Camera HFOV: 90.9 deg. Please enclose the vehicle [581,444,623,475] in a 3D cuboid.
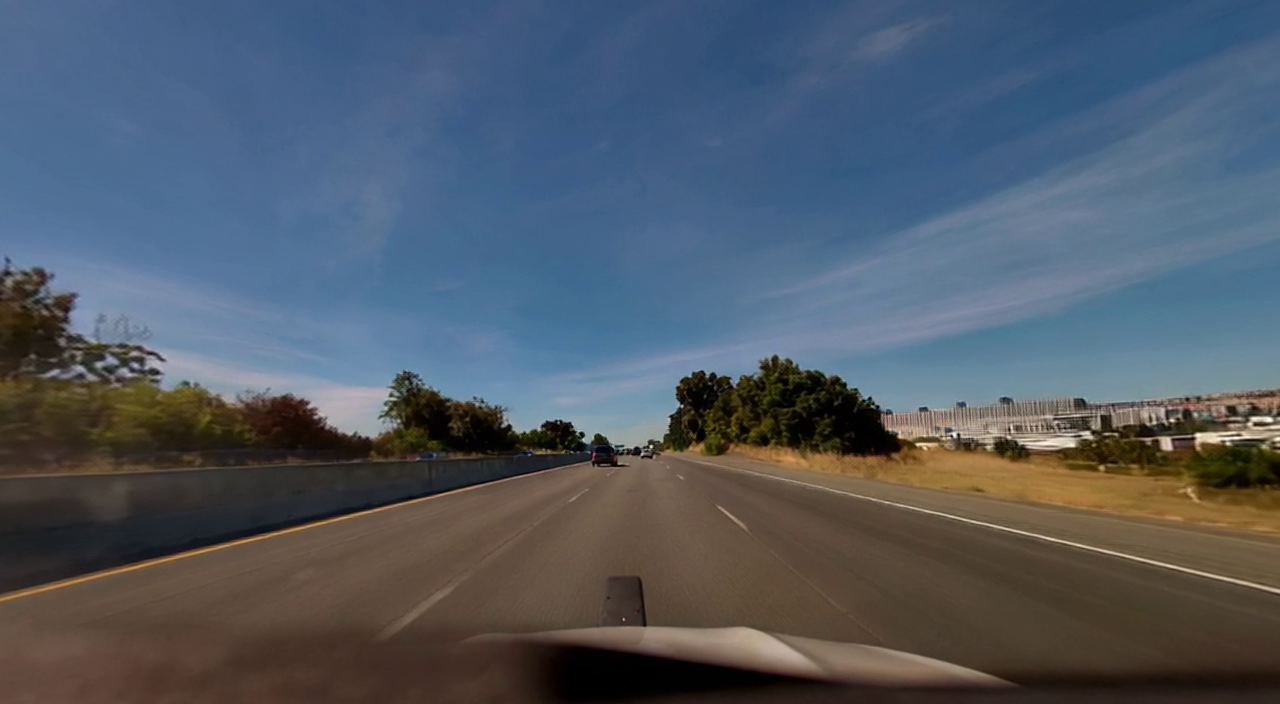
[{"bbox_3d":[-2.052,5.943,34.943,1.965,1.556,3.971,-1,-9,2],"label":"vehicle"}]
